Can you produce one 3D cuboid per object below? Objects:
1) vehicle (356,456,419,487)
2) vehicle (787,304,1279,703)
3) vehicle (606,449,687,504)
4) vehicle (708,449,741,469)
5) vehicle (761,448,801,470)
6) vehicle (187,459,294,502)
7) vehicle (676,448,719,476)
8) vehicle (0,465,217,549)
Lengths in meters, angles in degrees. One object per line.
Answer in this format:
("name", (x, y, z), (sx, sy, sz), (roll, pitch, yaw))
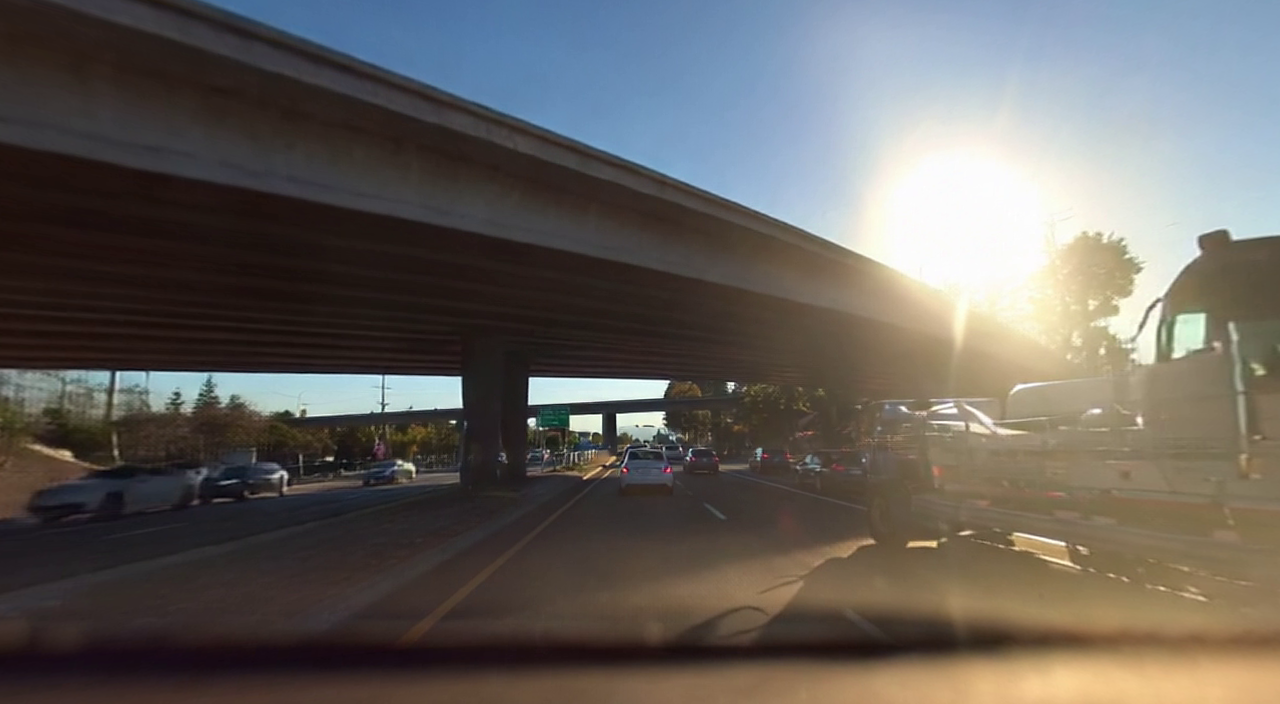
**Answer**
("vehicle", (-15.158, 7.152, 38.228), (2.009, 1.670, 4.583), (0, -9, -2))
("vehicle", (3.426, 1.212, 5.799), (2.719, 2.033, 5.876), (0, -9, 0))
("vehicle", (0.146, 3.425, 17.817), (2.027, 1.341, 3.775), (0, -9, 0))
("vehicle", (6.399, 8.155, 48.380), (1.947, 1.466, 3.825), (0, -9, -1))
("vehicle", (9.864, 7.486, 44.407), (1.839, 1.453, 3.992), (0, -9, -1))
("vehicle", (-19.013, 6.094, 30.380), (1.983, 1.800, 4.811), (0, -9, 0))
("vehicle", (3.126, 6.073, 35.153), (1.962, 1.431, 4.205), (0, -9, -1))
("vehicle", (-12.178, 3.368, 14.362), (1.927, 1.439, 4.537), (0, -9, 1))
